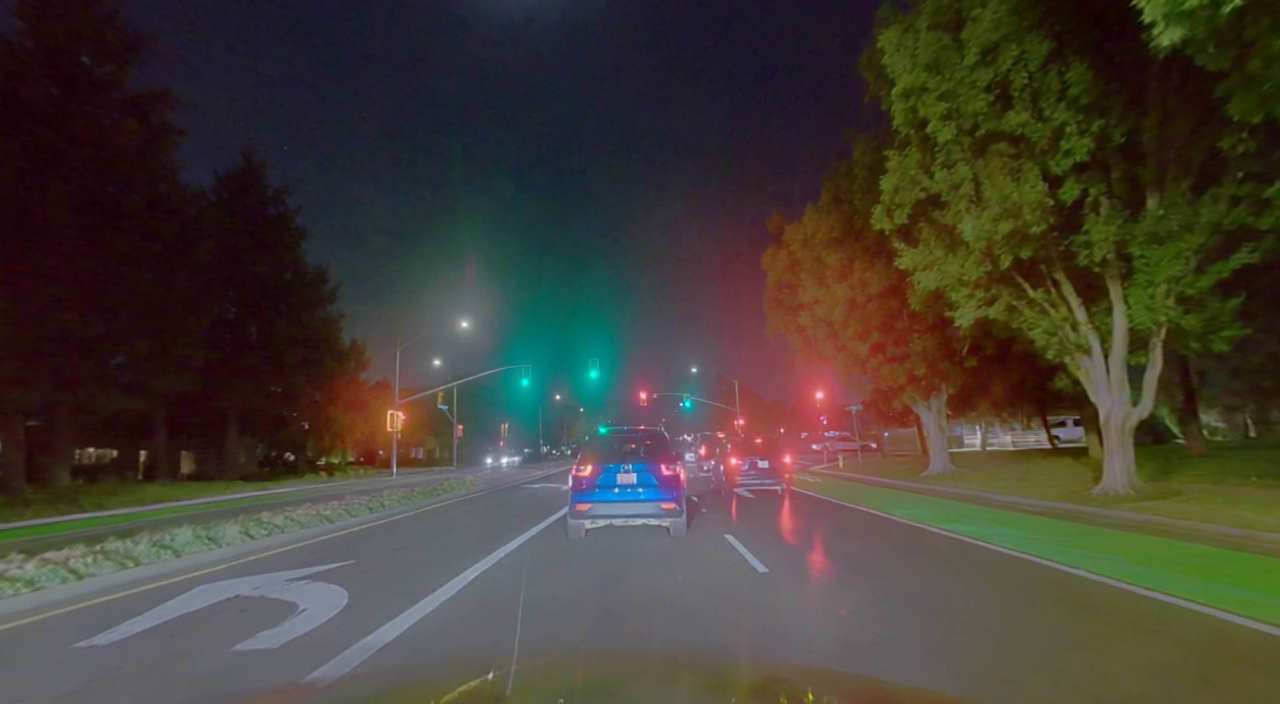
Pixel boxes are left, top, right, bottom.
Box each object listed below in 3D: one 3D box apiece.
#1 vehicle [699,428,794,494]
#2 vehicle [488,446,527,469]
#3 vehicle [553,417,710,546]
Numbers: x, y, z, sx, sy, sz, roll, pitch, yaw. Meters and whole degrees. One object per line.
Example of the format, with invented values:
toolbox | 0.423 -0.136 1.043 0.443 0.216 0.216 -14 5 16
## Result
vehicle | 3.201 3.400 19.993 2.189 1.815 4.495 0 -8 0
vehicle | -9.971 7.975 47.852 1.886 1.666 4.575 0 -8 1
vehicle | -0.099 2.060 10.587 2.109 1.730 3.963 0 -8 1
